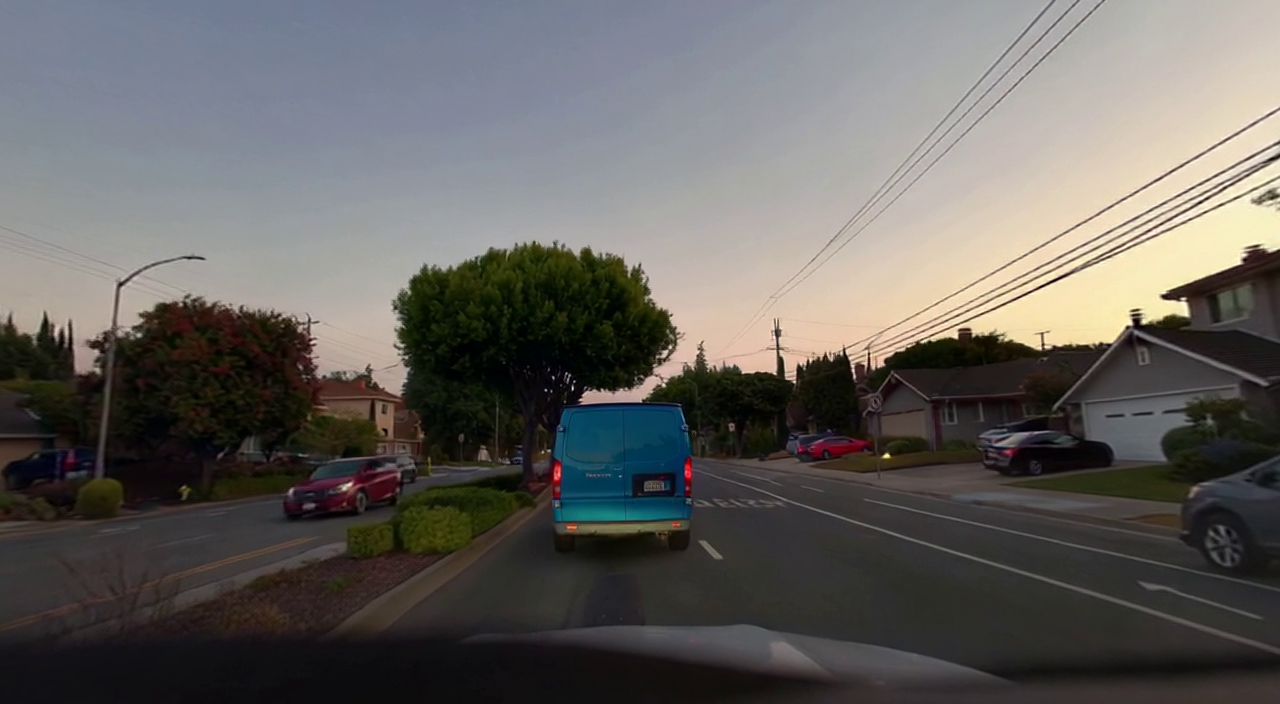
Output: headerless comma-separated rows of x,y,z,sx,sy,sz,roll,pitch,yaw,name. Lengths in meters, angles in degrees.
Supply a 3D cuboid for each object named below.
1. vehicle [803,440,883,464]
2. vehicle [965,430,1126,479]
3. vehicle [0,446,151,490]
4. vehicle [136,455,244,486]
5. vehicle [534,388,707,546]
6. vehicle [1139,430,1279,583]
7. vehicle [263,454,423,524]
13.100,6.451,40.914,4.483,1.463,1.805,0,-9,-1,vehicle
13.134,3.338,20.647,3.916,1.517,1.887,0,-9,-2,vehicle
-26.939,5.523,30.299,5.026,2.017,2.215,0,-9,-1,vehicle
-27.481,7.233,38.692,4.972,1.776,2.057,0,-9,-1,vehicle
-0.353,1.925,11.089,2.342,2.142,4.809,0,-9,-2,vehicle
7.336,1.465,5.833,1.883,1.504,4.220,0,-9,-2,vehicle
-7.340,3.400,16.230,1.962,1.481,4.434,0,-9,0,vehicle
